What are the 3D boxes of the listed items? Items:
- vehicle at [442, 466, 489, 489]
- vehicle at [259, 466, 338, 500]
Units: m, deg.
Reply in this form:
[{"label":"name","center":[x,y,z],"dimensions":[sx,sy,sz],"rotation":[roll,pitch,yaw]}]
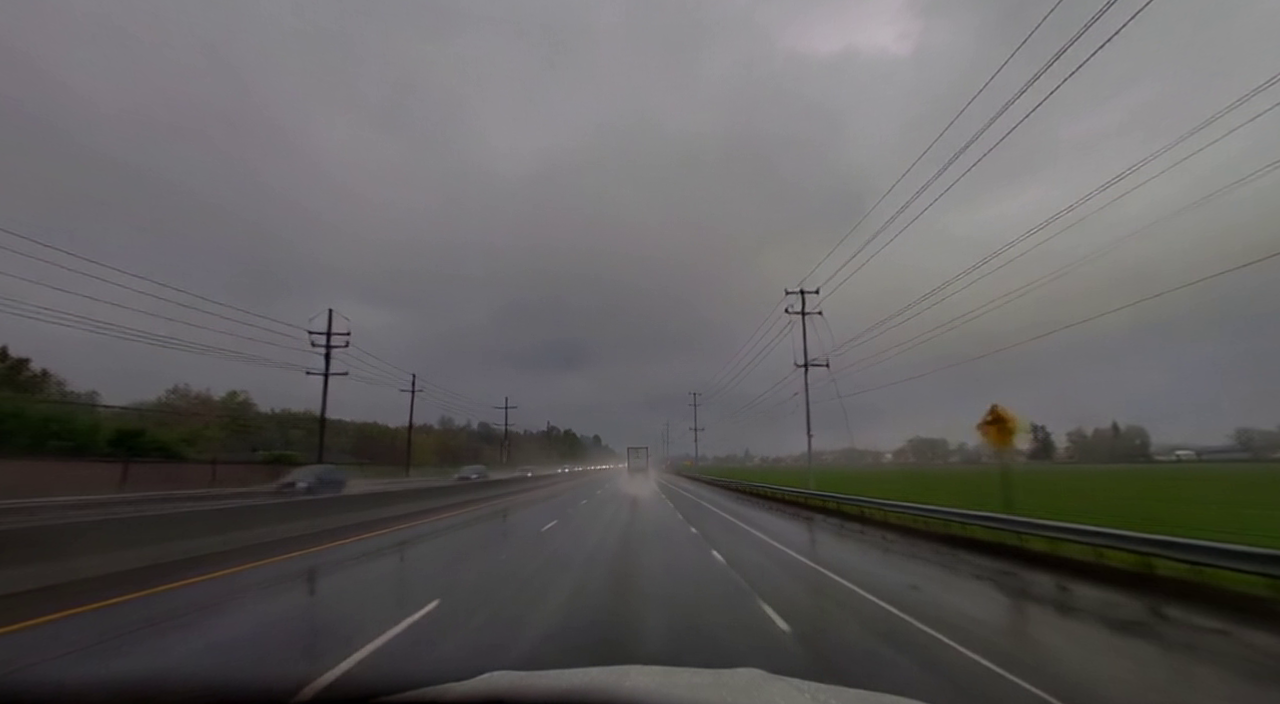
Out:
[{"label":"vehicle","center":[-11.947,8.624,43.373],"dimensions":[1.881,1.438,4.529],"rotation":[1,-11,0]},{"label":"vehicle","center":[-15.693,6.035,29.181],"dimensions":[1.673,1.409,3.458],"rotation":[1,-11,0]}]
